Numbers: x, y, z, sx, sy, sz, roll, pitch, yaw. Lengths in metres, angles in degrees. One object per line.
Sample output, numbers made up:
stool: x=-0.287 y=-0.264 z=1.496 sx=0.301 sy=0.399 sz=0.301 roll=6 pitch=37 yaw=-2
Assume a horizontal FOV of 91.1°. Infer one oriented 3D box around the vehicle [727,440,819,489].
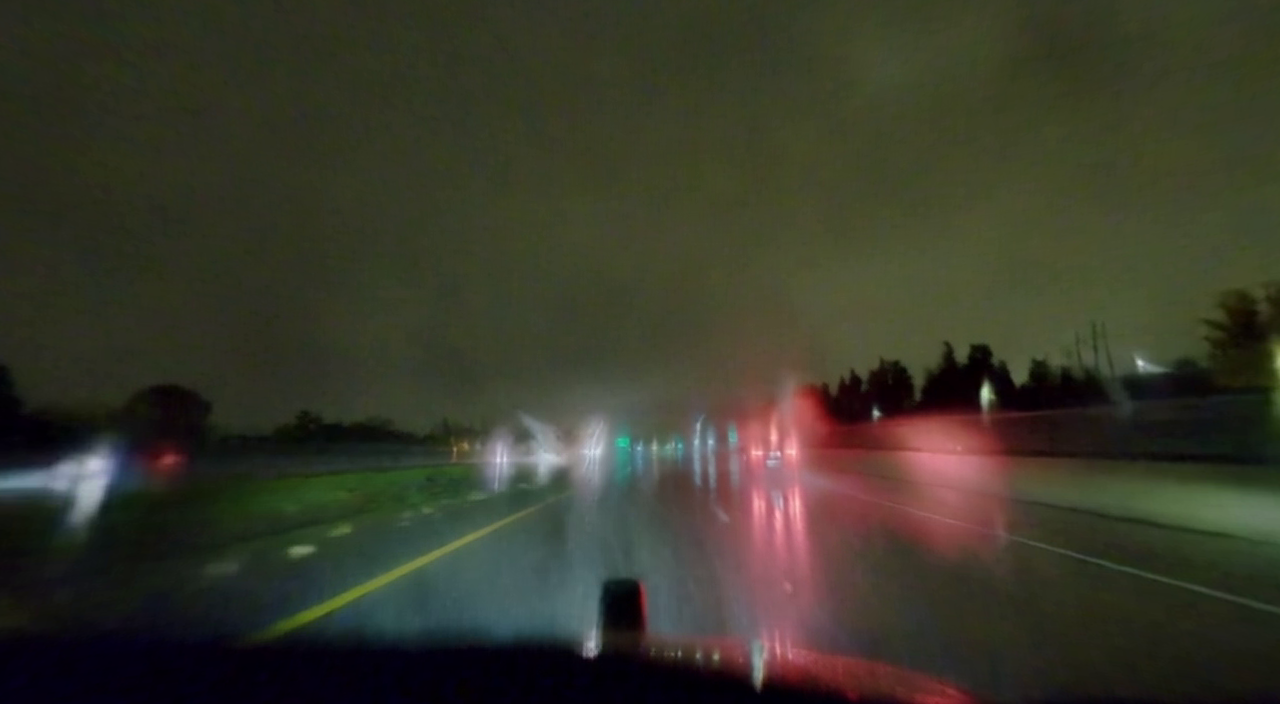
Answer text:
vehicle: x=4.196 y=3.631 z=20.585 sx=2.124 sy=1.405 sz=4.398 roll=0 pitch=-9 yaw=1
